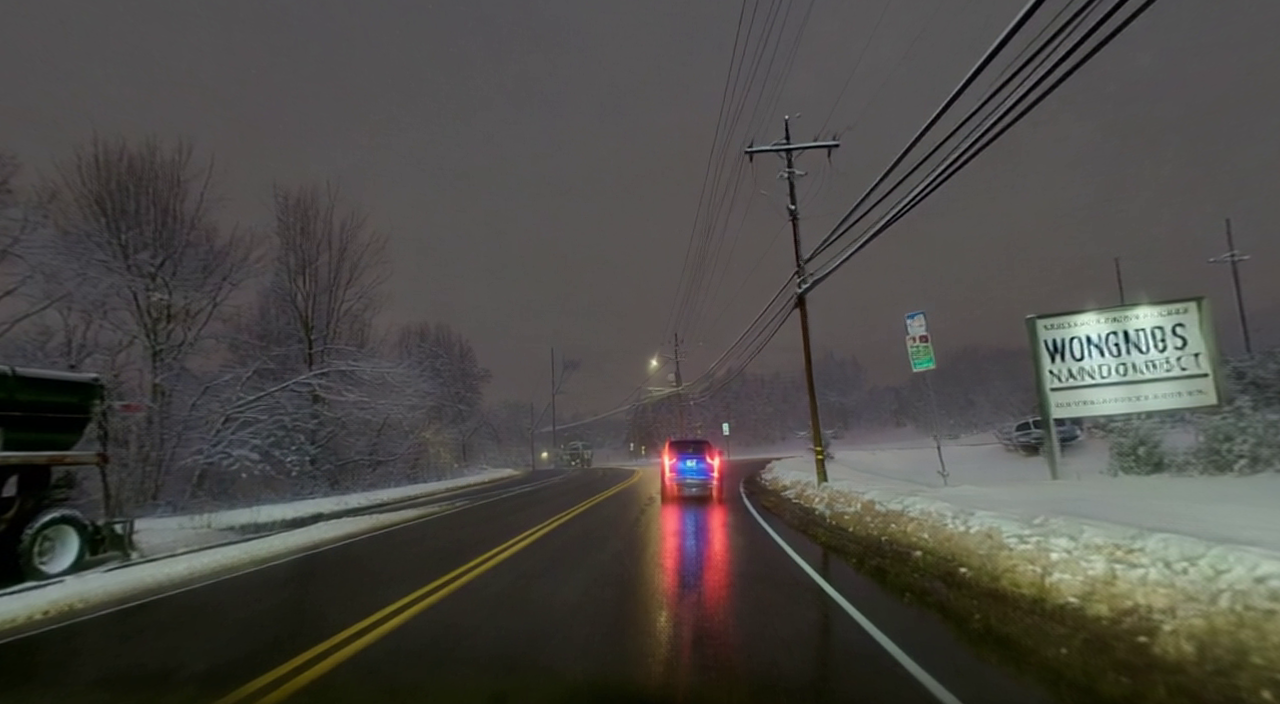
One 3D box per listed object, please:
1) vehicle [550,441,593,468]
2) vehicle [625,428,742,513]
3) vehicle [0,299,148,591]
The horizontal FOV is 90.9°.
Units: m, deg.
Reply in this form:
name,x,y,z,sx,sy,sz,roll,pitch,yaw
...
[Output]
name,x,y,z,sx,sy,sz,roll,pitch,yaw
vehicle,-5.342,7.795,48.184,2.668,1.981,5.575,2,-9,-12
vehicle,0.816,2.400,13.180,2.081,1.503,3.726,0,-8,2
vehicle,-8.652,0.962,4.736,3.395,3.071,7.634,-7,-6,5
